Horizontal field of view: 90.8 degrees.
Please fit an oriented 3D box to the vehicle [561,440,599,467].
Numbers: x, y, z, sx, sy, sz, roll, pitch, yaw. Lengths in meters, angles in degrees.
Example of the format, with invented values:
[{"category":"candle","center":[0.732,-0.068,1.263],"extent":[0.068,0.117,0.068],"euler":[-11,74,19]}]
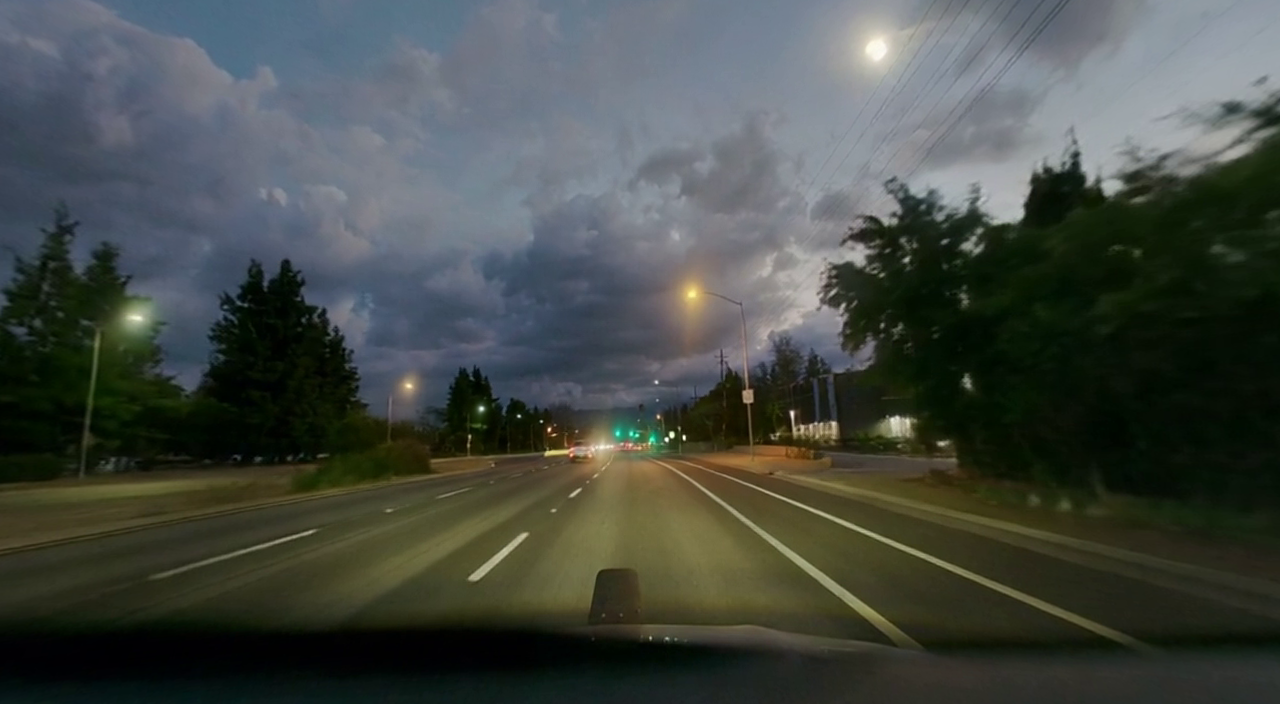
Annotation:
[{"category":"vehicle","center":[-3.858,6.577,41.128],"extent":[2.121,1.654,3.993],"euler":[0,-8,-1]}]
